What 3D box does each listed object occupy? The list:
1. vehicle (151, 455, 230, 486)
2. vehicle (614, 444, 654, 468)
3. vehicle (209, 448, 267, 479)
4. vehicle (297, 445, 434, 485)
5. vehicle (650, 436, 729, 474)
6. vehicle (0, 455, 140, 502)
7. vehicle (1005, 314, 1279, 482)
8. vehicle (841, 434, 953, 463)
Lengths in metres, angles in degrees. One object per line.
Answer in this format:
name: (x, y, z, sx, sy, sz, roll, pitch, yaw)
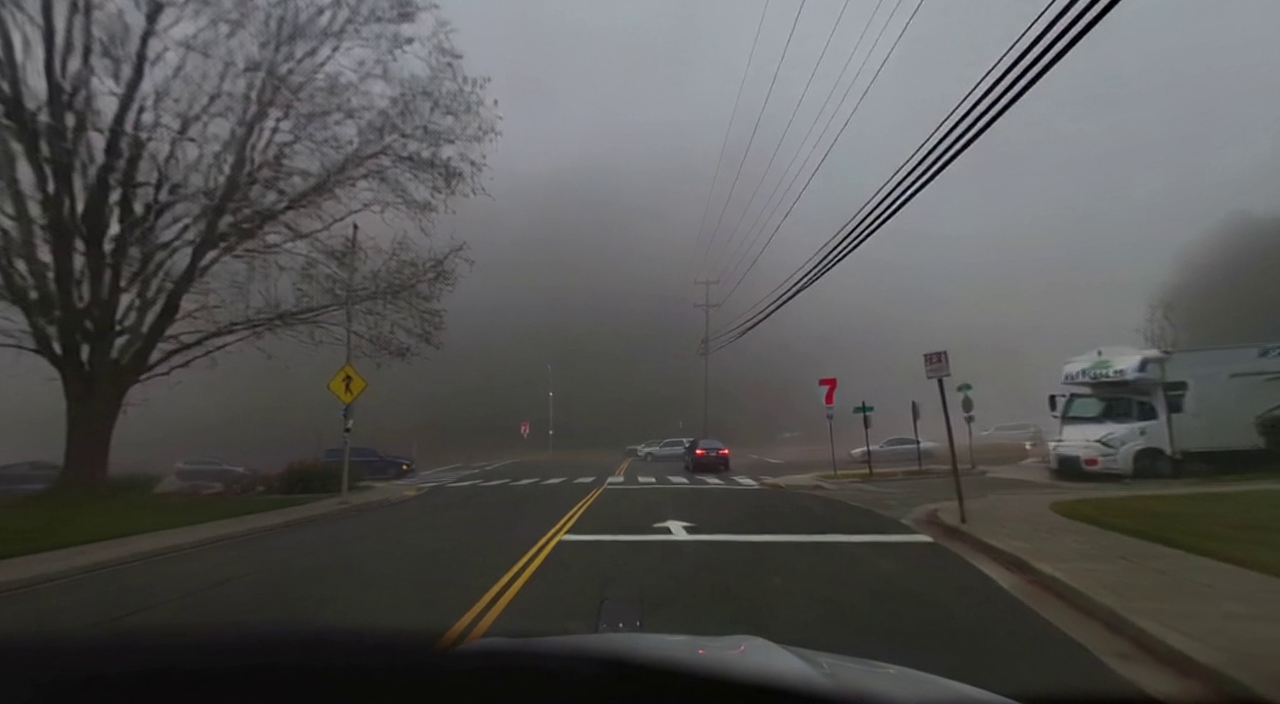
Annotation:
vehicle: (-29.201, 7.696, 41.236, 2.085, 1.763, 4.658, 1, -8, -6)
vehicle: (-0.439, 6.686, 40.809, 1.874, 1.427, 3.976, 2, -9, -12)
vehicle: (-30.289, 8.405, 47.761, 2.087, 2.103, 4.490, 0, -9, -10)
vehicle: (-13.791, 5.689, 32.104, 5.866, 1.904, 2.197, 1, -9, -6)
vehicle: (2.554, 5.553, 34.455, 2.553, 1.868, 5.536, 2, -9, -15)
vehicle: (-25.663, 5.438, 27.313, 5.763, 1.855, 2.340, 2, -8, -8)
vehicle: (15.084, 1.263, 15.976, 9.897, 3.821, 2.789, 1, -8, -1)
vehicle: (13.076, 4.942, 32.364, 4.872, 1.400, 1.955, -1, -8, 2)
